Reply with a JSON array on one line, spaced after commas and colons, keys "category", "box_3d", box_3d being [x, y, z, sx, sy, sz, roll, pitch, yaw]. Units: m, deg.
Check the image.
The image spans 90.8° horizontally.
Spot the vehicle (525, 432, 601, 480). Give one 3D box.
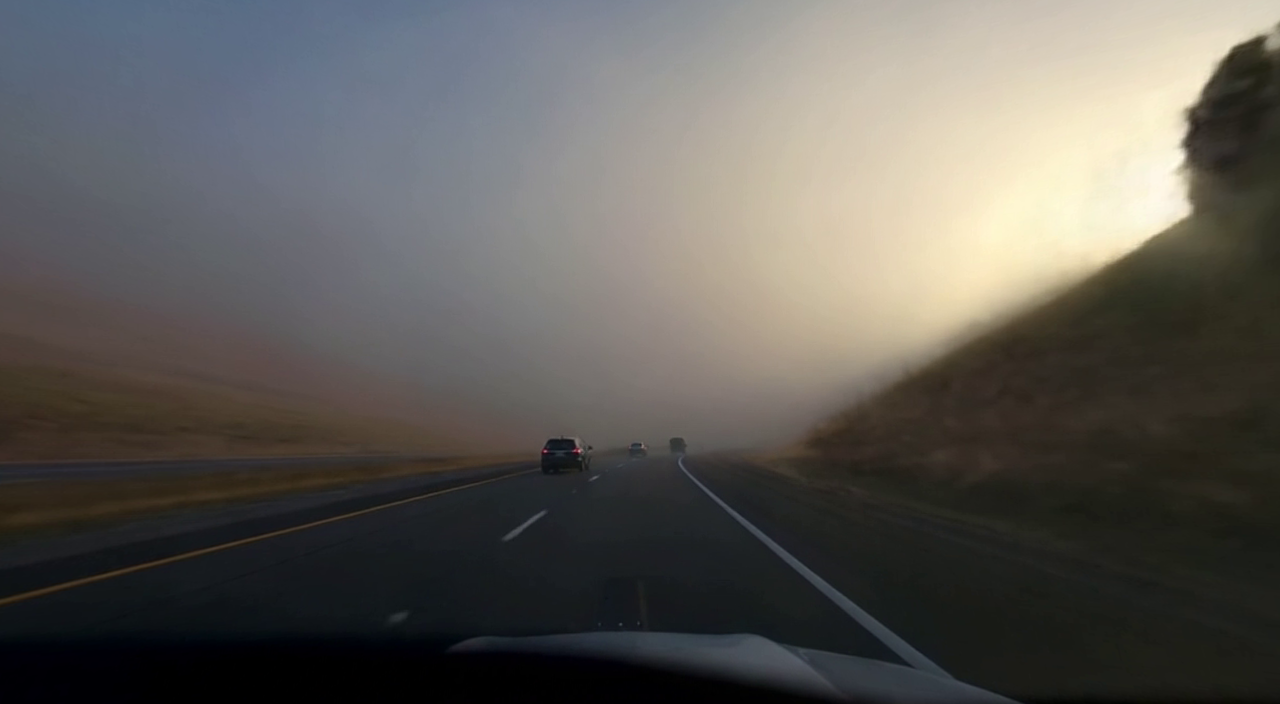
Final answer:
[{"category": "vehicle", "box_3d": [-2.923, 4.107, 25.203, 2.252, 1.743, 4.560, -1, -8, 3]}]
